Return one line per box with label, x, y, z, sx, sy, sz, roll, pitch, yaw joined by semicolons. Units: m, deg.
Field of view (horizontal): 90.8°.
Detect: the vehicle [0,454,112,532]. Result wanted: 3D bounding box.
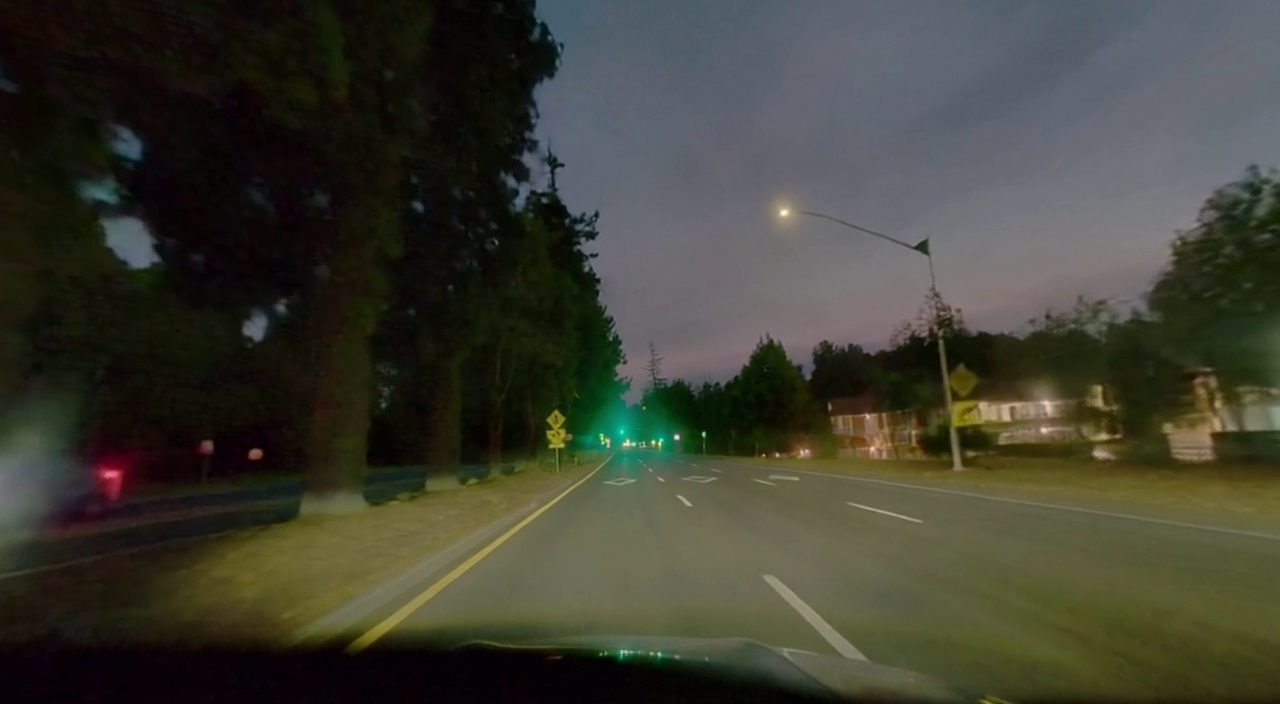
vehicle;-15.690;3.366;15.107;2.022;1.738;4.668;-1;-9;1
